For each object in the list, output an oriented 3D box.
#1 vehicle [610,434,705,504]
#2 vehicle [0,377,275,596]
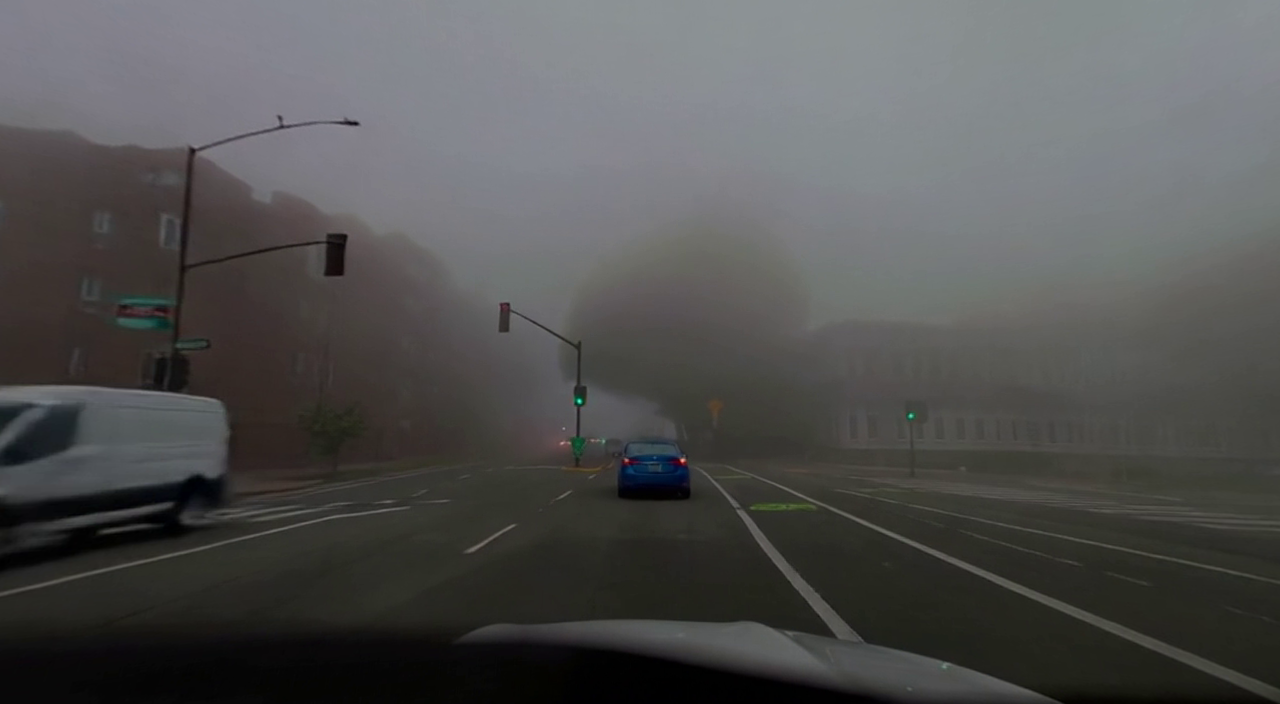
[{"bbox_3d":[0.388,2.689,15.031,1.950,1.401,4.159,0,-8,1],"label":"vehicle"},{"bbox_3d":[-7.266,1.572,8.216,2.310,2.045,4.763,0,-8,-3],"label":"vehicle"}]
